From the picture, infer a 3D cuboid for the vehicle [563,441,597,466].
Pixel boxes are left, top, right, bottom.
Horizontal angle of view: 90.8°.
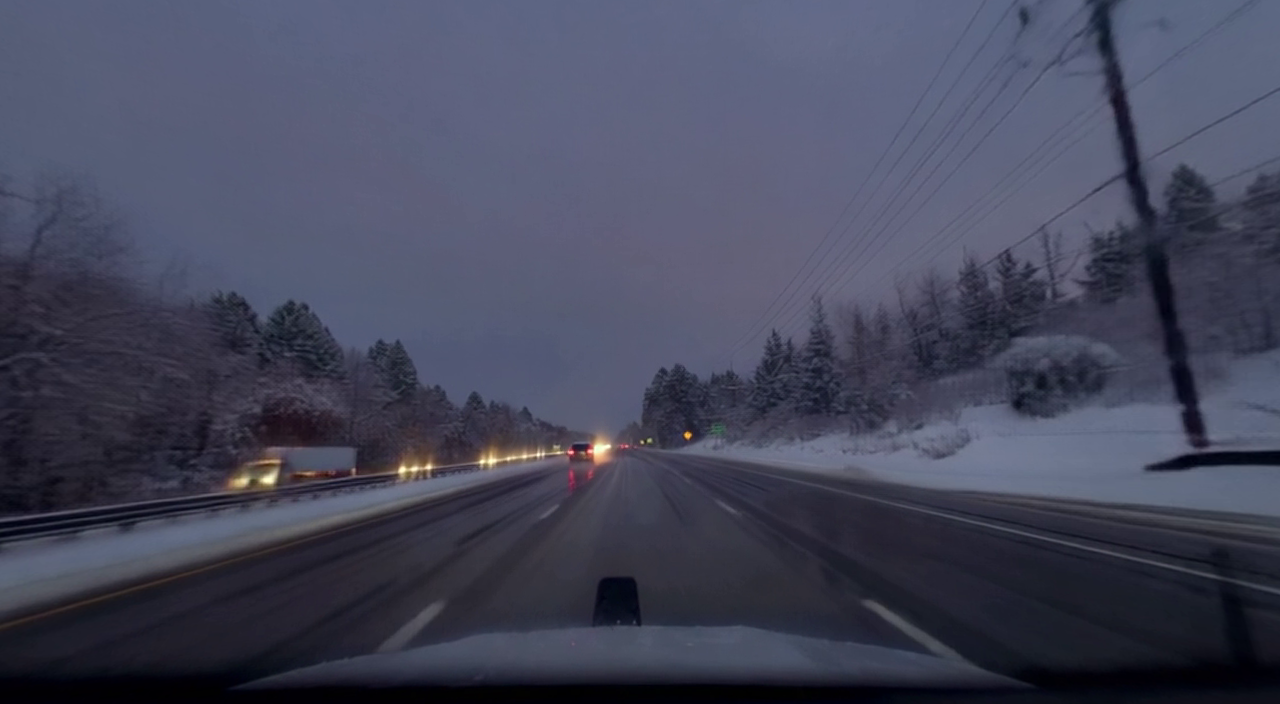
[{"bbox_3d":[-4.602,7.865,49.222,2.130,1.823,4.761,0,-8,0],"label":"vehicle"}]
